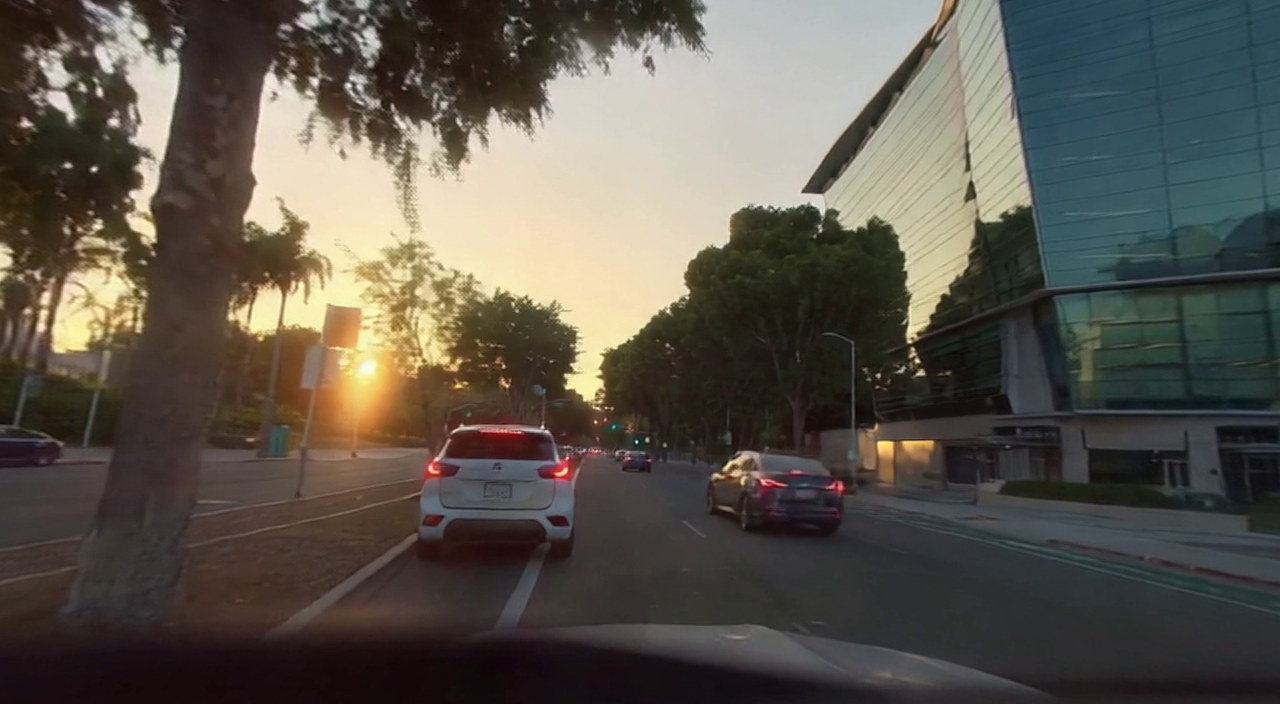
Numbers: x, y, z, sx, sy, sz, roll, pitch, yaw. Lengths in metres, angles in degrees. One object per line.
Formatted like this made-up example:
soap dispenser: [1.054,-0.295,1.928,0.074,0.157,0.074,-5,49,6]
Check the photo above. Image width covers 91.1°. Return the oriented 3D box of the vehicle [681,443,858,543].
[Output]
vehicle: [2.468,2.838,13.433,2.205,1.537,4.895,6,-9,-6]

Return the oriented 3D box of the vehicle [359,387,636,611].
vehicle: [-1.644,1.587,7.798,2.275,1.819,4.883,2,-9,-11]
